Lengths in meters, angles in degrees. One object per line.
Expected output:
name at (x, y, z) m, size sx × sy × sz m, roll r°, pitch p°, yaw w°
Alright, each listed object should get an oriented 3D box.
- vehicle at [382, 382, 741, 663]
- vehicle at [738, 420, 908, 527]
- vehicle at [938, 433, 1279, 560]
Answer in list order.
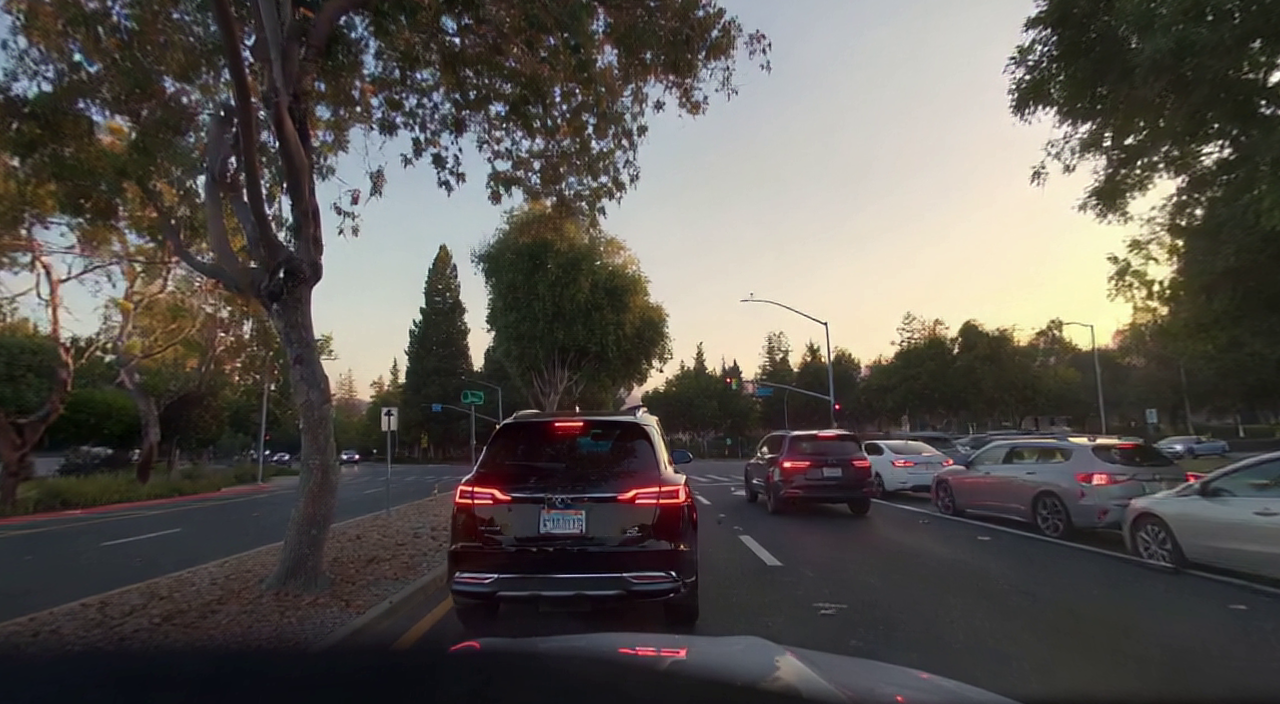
vehicle at (-0.429, 1.358, 6.090) m, size 2.201 × 1.709 × 4.271 m, roll 0°, pitch -9°, yaw 1°
vehicle at (3.255, 2.267, 12.303) m, size 1.963 × 1.682 × 4.407 m, roll 0°, pitch -9°, yaw 0°
vehicle at (6.592, 2.019, 9.646) m, size 1.894 × 1.445 × 4.565 m, roll 0°, pitch -9°, yaw 0°
